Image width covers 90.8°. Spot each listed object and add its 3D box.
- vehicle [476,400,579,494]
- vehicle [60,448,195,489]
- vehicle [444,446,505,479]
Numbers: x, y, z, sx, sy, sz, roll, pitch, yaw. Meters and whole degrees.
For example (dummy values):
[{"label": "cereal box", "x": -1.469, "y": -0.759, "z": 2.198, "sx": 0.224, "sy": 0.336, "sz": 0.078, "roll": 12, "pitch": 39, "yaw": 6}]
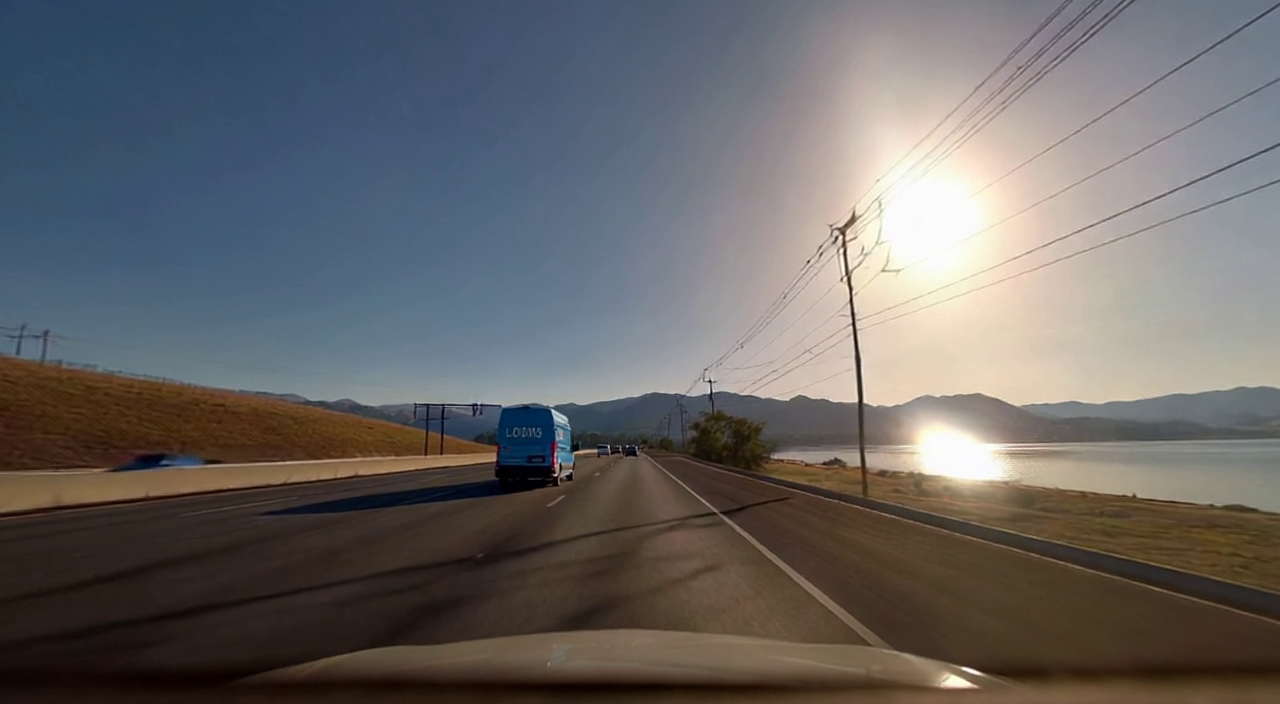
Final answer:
[{"label": "vehicle", "x": -3.640, "y": 3.298, "z": 22.018, "sx": 2.331, "sy": 2.757, "sz": 6.581, "roll": 0, "pitch": -8, "yaw": 0}, {"label": "vehicle", "x": -21.049, "y": 4.763, "z": 26.238, "sx": 1.841, "sy": 1.541, "sz": 4.469, "roll": 0, "pitch": -8, "yaw": 0}, {"label": "vehicle", "x": -7.764, "y": 5.204, "z": 29.991, "sx": 1.822, "sy": 1.448, "sz": 3.873, "roll": 0, "pitch": -8, "yaw": 0}]
